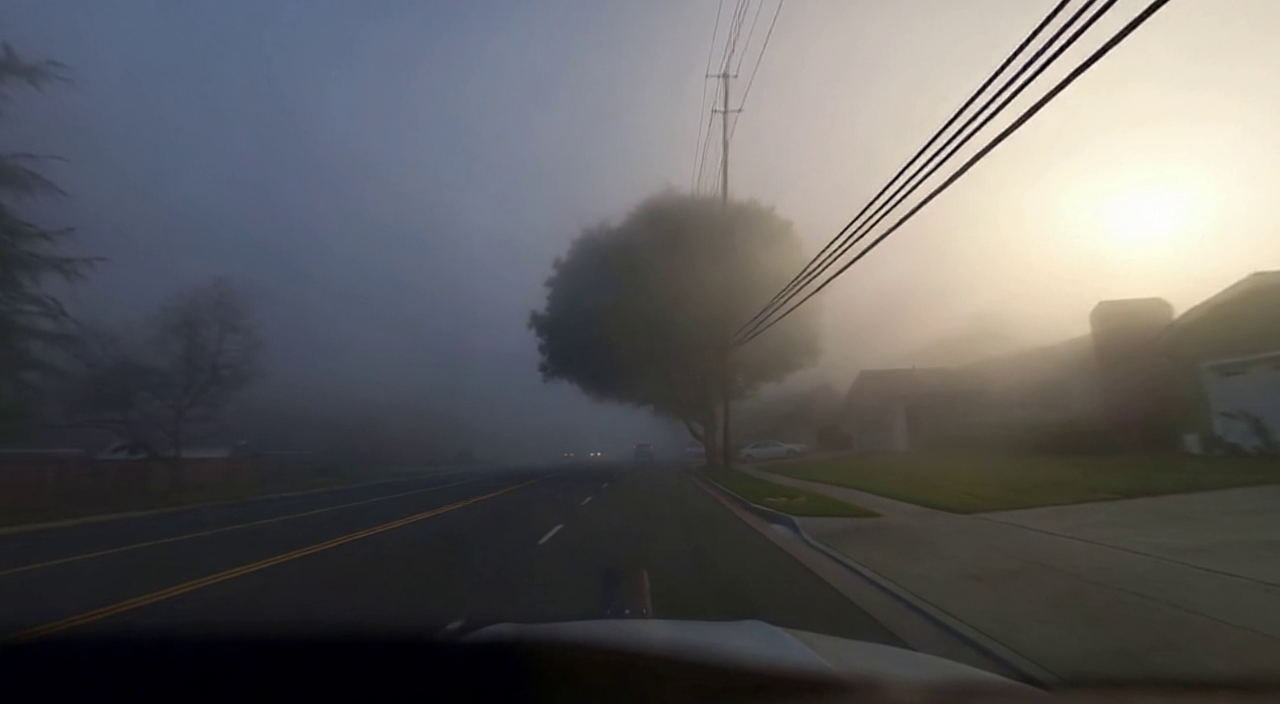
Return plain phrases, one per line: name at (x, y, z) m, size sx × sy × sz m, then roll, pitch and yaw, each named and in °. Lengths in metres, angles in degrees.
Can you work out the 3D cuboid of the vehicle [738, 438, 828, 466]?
vehicle at (8.141, 5.740, 36.237) m, size 4.719 × 1.556 × 1.869 m, roll 0°, pitch -9°, yaw 1°
